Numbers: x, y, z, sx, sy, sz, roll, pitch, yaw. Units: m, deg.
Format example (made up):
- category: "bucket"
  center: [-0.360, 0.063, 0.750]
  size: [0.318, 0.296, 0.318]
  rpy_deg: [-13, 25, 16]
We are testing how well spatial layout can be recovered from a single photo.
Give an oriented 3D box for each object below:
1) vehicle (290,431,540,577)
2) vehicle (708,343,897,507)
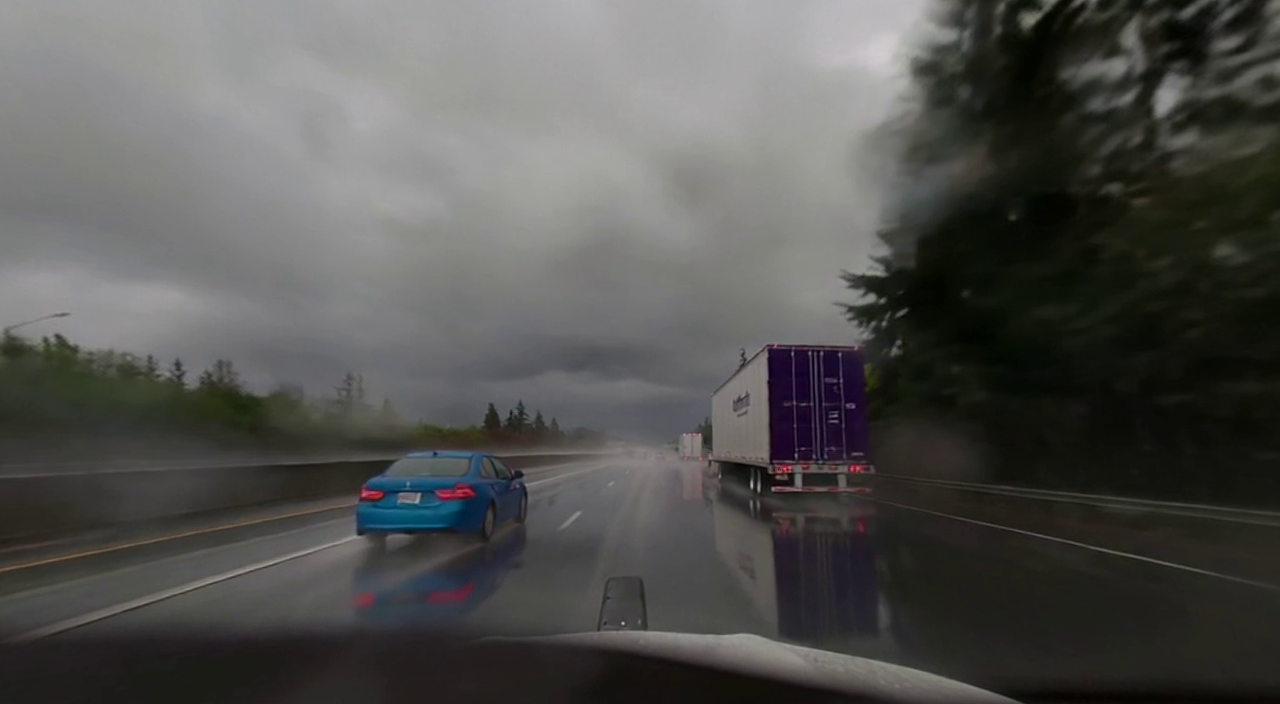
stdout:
- category: "vehicle"
  center: [-2.833, 2.024, 9.190]
  size: [1.960, 1.579, 4.384]
  rpy_deg: [0, -9, 1]
- category: "vehicle"
  center: [4.634, 2.804, 22.069]
  size: [2.858, 3.952, 13.731]
  rpy_deg: [0, -9, 0]
